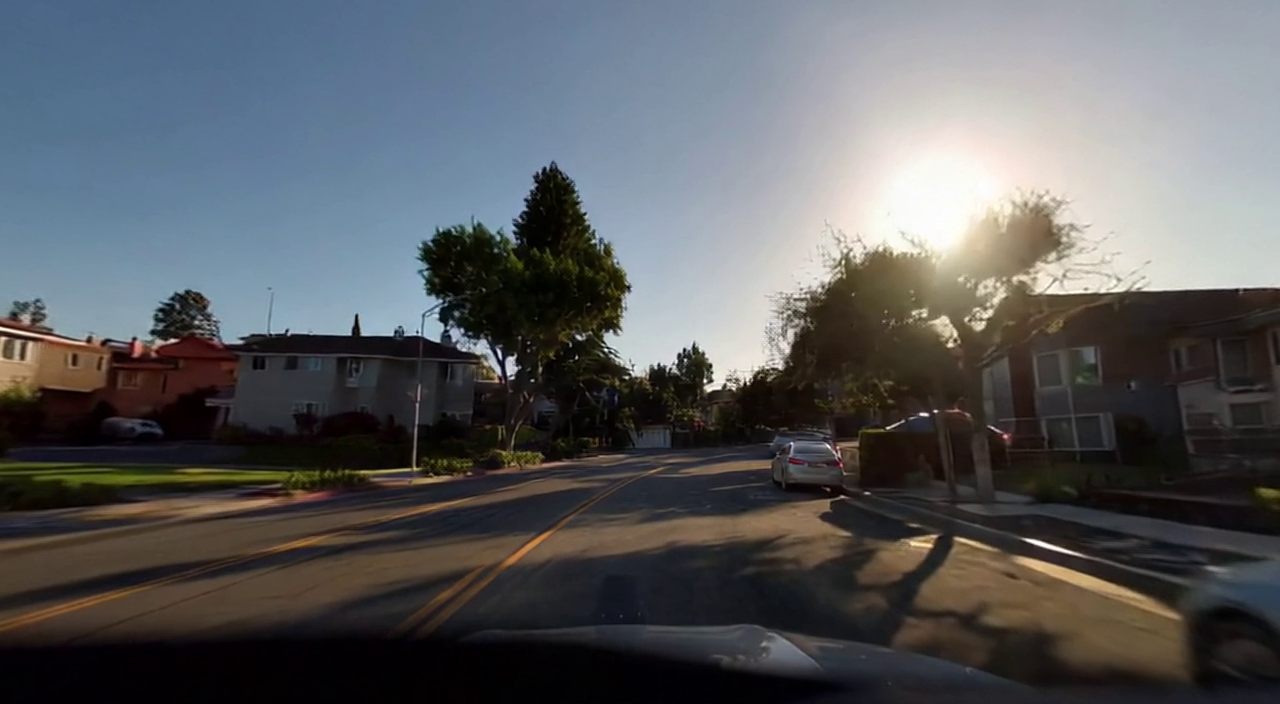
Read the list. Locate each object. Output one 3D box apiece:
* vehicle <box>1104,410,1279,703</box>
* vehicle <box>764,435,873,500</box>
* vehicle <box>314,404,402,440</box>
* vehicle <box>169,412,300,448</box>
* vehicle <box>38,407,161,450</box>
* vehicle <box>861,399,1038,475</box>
[{"bbox_3d":[3.262,0.790,1.393,1.665,1.425,3.727,0,-9,1],"label":"vehicle"},{"bbox_3d":[4.510,2.955,16.557,1.947,1.479,3.743,-1,-9,3],"label":"vehicle"},{"bbox_3d":[-15.592,3.843,34.960,4.054,1.565,1.719,-4,1,8],"label":"vehicle"},{"bbox_3d":[-17.433,3.407,27.279,4.407,1.478,1.973,-1,-9,7],"label":"vehicle"},{"bbox_3d":[-26.510,3.706,31.221,1.861,1.795,4.302,2,-4,10],"label":"vehicle"},{"bbox_3d":[9.704,2.749,20.179,4.387,1.812,2.018,-7,-10,5],"label":"vehicle"}]
